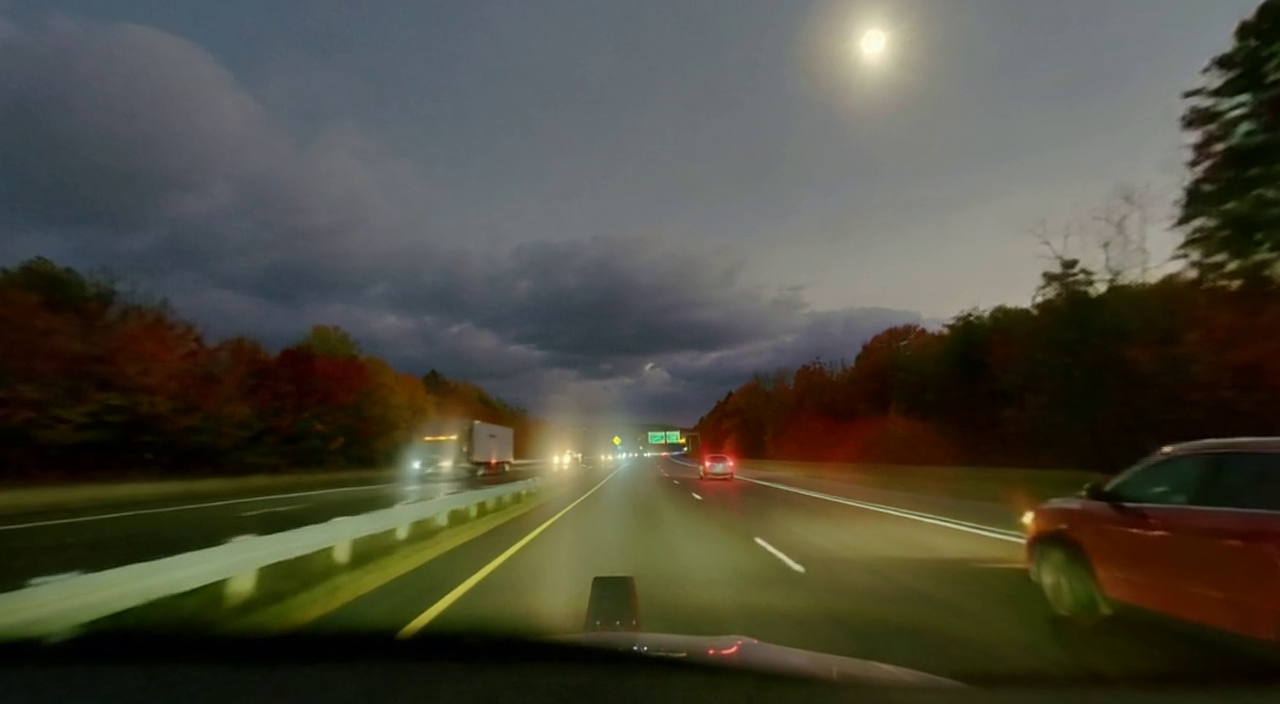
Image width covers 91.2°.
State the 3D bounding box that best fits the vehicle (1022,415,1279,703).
[{"bbox_3d":[4.490,1.123,3.405,2.119,1.557,4.163,0,-9,-1],"label":"vehicle"}]

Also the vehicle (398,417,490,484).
[{"bbox_3d":[-12.824,6.616,42.235,3.017,3.962,9.879,0,-9,0],"label":"vehicle"}]

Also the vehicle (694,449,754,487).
[{"bbox_3d":[3.780,5.302,29.022,2.070,1.546,4.648,0,-9,0],"label":"vehicle"}]
